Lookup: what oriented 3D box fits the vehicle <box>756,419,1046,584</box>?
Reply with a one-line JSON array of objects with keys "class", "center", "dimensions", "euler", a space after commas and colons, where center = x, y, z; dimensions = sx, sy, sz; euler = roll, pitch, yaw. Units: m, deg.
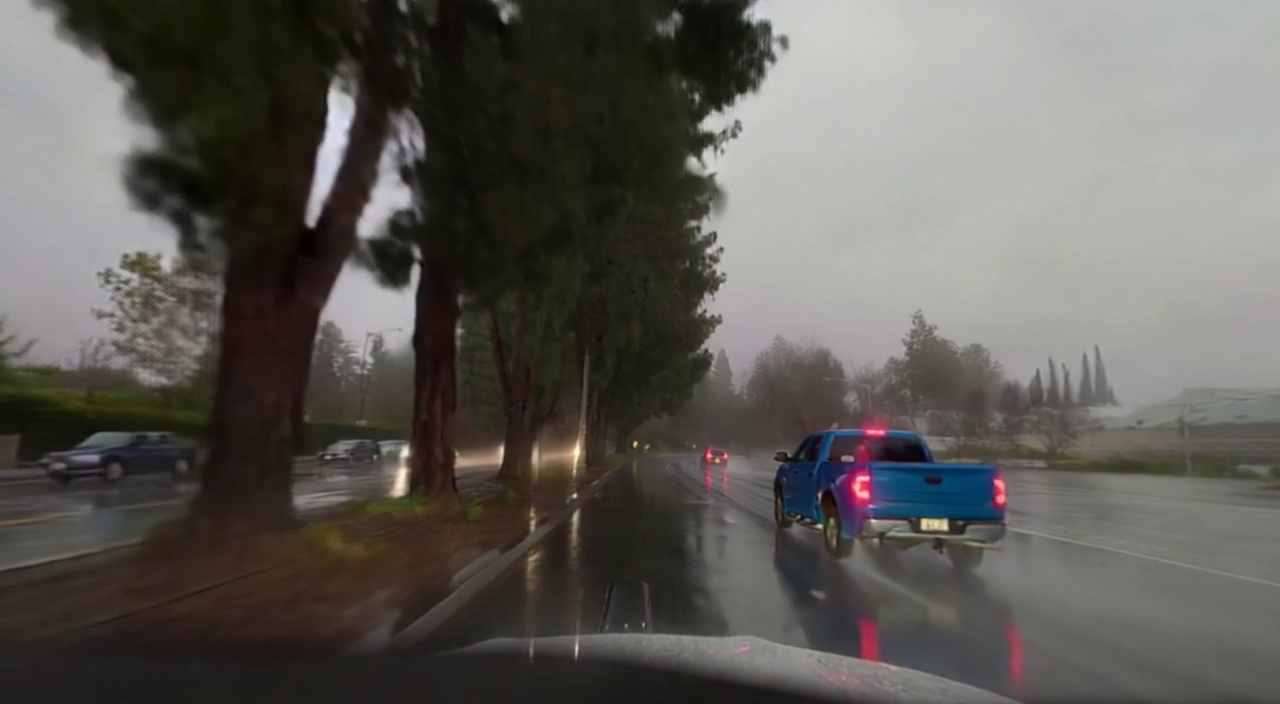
[{"class": "vehicle", "center": [3.182, 1.923, 9.004], "dimensions": [2.108, 1.712, 4.616], "euler": [0, -9, -1]}]

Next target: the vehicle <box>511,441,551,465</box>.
[{"class": "vehicle", "center": [-7.895, 7.342, 46.079], "dimensions": [2.121, 1.639, 4.525], "euler": [0, -9, 0]}]

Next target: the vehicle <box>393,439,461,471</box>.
[{"class": "vehicle", "center": [-10.937, 5.316, 32.720], "dimensions": [1.999, 1.519, 4.249], "euler": [0, -9, 1]}]

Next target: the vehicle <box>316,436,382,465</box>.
[{"class": "vehicle", "center": [-18.606, 6.315, 40.577], "dimensions": [2.025, 1.766, 4.620], "euler": [0, -9, 0]}]

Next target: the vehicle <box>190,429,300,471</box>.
[{"class": "vehicle", "center": [-18.498, 4.624, 29.844], "dimensions": [2.051, 1.821, 4.721], "euler": [0, -9, 1]}]

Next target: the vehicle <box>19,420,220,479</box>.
[{"class": "vehicle", "center": [-18.618, 3.564, 23.112], "dimensions": [2.398, 1.883, 5.729], "euler": [0, -9, 1]}]
